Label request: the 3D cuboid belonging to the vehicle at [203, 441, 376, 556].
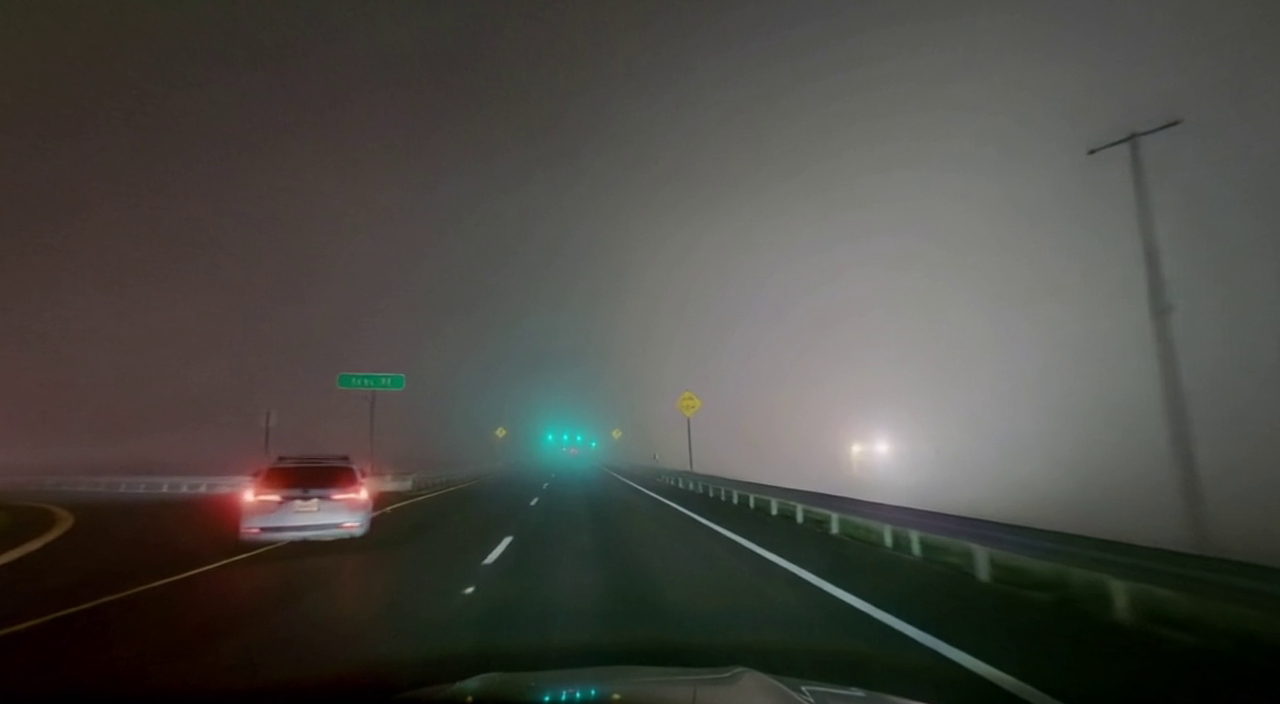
[{"bbox_3d":[-5.721,2.260,10.440,2.006,1.486,3.950,4,-10,-28],"label":"vehicle"}]
